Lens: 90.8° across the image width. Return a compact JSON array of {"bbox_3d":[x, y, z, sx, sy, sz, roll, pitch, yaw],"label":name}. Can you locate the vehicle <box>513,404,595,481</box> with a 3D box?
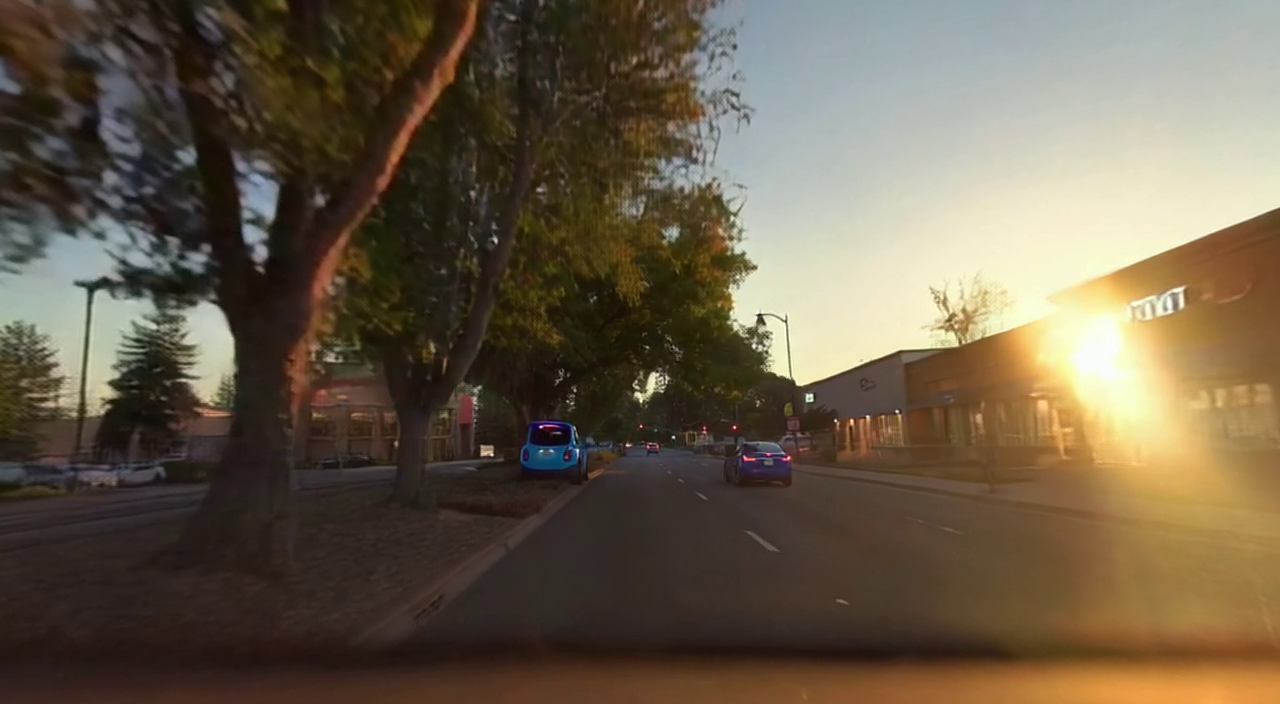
[{"bbox_3d":[-3.325,3.723,25.879,2.443,2.784,5.862,0,-9,1],"label":"vehicle"}]

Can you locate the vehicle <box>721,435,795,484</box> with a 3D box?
[{"bbox_3d":[4.283,3.991,23.642,1.869,1.646,4.166,0,-9,-1],"label":"vehicle"}]

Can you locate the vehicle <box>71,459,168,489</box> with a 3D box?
[{"bbox_3d":[-31.445,7.349,38.327,4.225,1.449,1.819,1,-9,-27],"label":"vehicle"}]

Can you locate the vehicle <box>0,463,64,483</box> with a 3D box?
[{"bbox_3d":[-48.202,9.453,49.272,4.456,1.479,1.868,1,-10,-8],"label":"vehicle"}]
